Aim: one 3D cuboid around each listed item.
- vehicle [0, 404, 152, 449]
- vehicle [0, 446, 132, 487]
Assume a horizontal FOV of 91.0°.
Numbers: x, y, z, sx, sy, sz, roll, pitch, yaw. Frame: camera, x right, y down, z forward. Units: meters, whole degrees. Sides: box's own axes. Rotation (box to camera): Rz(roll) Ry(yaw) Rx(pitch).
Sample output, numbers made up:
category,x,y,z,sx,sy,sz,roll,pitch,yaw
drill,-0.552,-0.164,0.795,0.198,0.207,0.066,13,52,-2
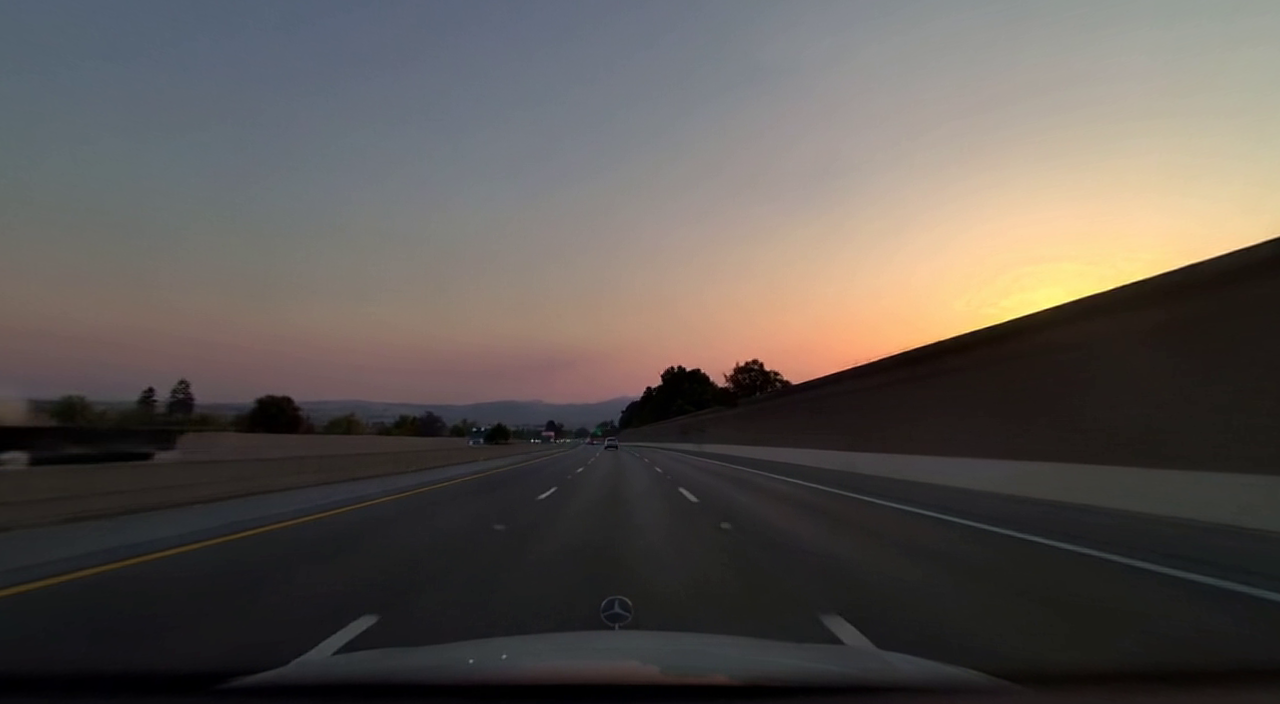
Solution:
category,x,y,z,sx,sy,sz,roll,pitch,yaw
vehicle,-17.223,2.294,18.914,1.683,1.216,4.295,0,-8,0
vehicle,-17.219,3.136,17.446,2.308,0.982,4.771,-1,-8,1
